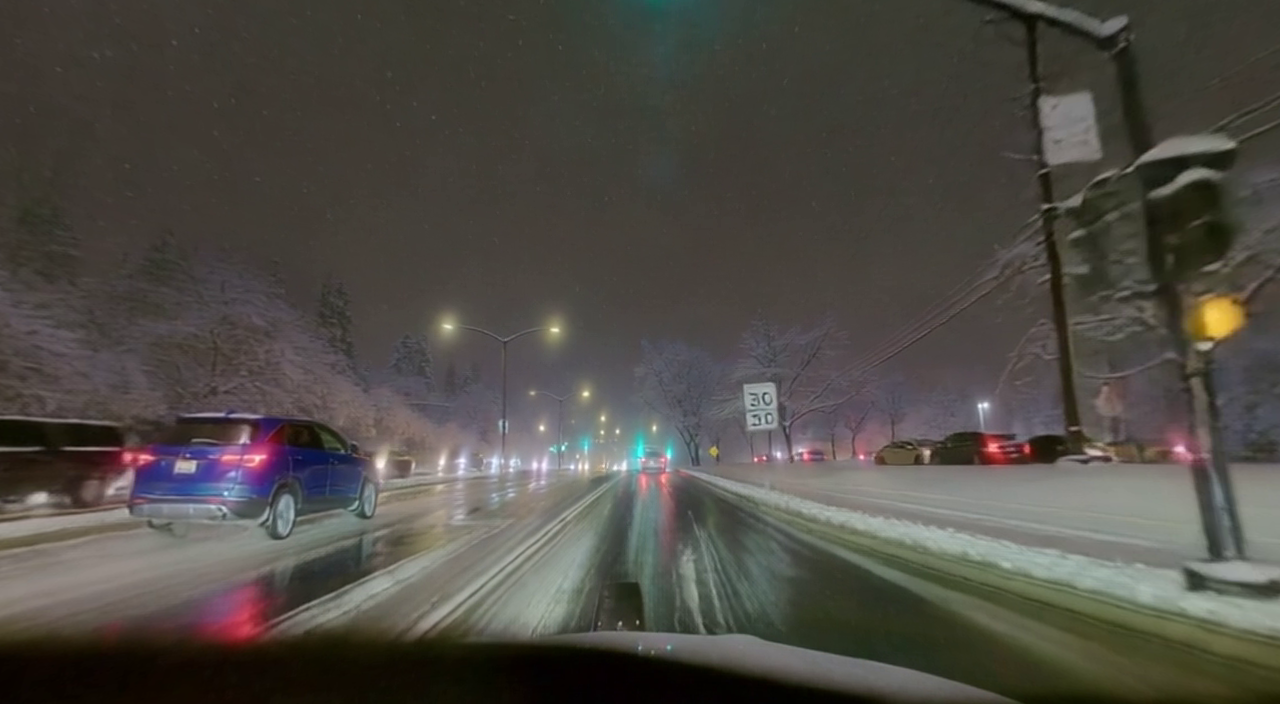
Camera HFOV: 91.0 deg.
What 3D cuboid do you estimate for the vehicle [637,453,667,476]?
[{"bbox_3d":[0.855,8.240,46.273,2.091,1.494,3.962,0,-9,0],"label":"vehicle"}]

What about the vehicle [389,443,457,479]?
[{"bbox_3d":[-11.637,5.858,34.084,2.042,1.801,4.378,0,-9,1],"label":"vehicle"}]

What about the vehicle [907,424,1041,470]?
[{"bbox_3d":[13.508,3.912,25.906,1.950,1.697,4.906,3,-9,-15],"label":"vehicle"}]

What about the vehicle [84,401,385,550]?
[{"bbox_3d":[-6.134,1.918,10.358,2.027,1.908,4.273,0,-9,0],"label":"vehicle"}]

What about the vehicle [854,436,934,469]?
[{"bbox_3d":[12.821,5.092,32.089,1.884,1.522,4.642,1,-9,-4],"label":"vehicle"}]

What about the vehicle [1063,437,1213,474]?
[{"bbox_3d":[21.914,4.588,28.061,1.933,1.487,5.136,2,-9,-11],"label":"vehicle"}]

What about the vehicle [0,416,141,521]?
[{"bbox_3d":[-12.107,2.017,10.923,2.167,1.799,5.682,0,-9,1],"label":"vehicle"}]

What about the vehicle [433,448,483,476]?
[{"bbox_3d":[-11.932,7.208,41.644,1.953,1.697,4.725,0,-9,-1],"label":"vehicle"}]
